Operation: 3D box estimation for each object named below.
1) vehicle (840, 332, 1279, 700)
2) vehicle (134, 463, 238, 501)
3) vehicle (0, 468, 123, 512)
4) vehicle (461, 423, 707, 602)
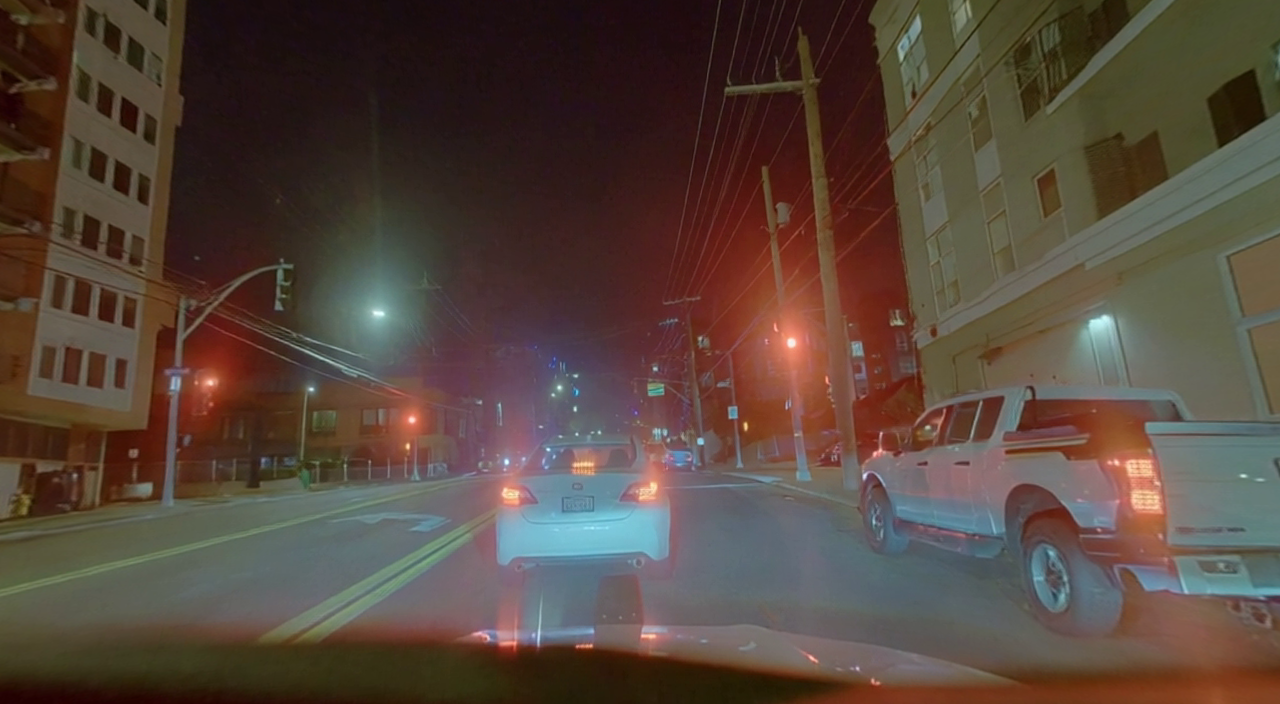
[{"bbox_3d":[3.836,1.216,5.909,2.248,1.945,5.011,0,-8,0],"label":"vehicle"},{"bbox_3d":[-25.341,7.266,35.381,4.337,1.739,1.981,-5,-11,1],"label":"vehicle"},{"bbox_3d":[-24.764,5.859,26.937,3.891,1.538,1.698,-4,-11,0],"label":"vehicle"},{"bbox_3d":[-0.472,1.633,7.339,2.019,1.453,4.129,0,-8,0],"label":"vehicle"}]
